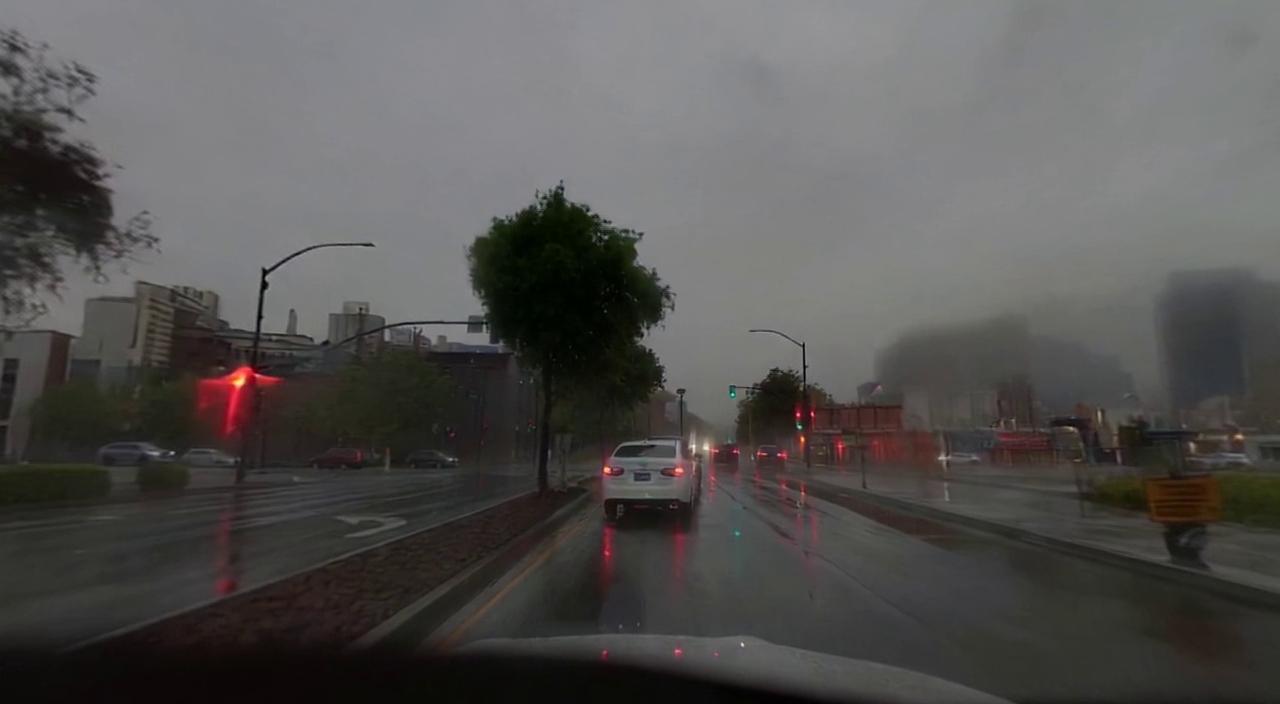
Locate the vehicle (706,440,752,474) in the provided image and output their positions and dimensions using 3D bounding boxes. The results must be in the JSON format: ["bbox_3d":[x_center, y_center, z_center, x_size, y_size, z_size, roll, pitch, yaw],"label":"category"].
[{"bbox_3d":[5.181,6.187,37.552,2.092,1.851,4.913,0,-9,1],"label":"vehicle"}]

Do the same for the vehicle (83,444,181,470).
[{"bbox_3d":[-35.818,7.367,44.654,4.877,1.754,1.978,1,-9,-9],"label":"vehicle"}]

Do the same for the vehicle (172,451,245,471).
[{"bbox_3d":[-33.419,8.449,49.002,4.199,1.432,1.727,1,-9,-10],"label":"vehicle"}]

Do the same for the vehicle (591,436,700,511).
[{"bbox_3d":[0.199,2.756,14.836,2.173,1.479,4.264,0,-9,3],"label":"vehicle"}]
